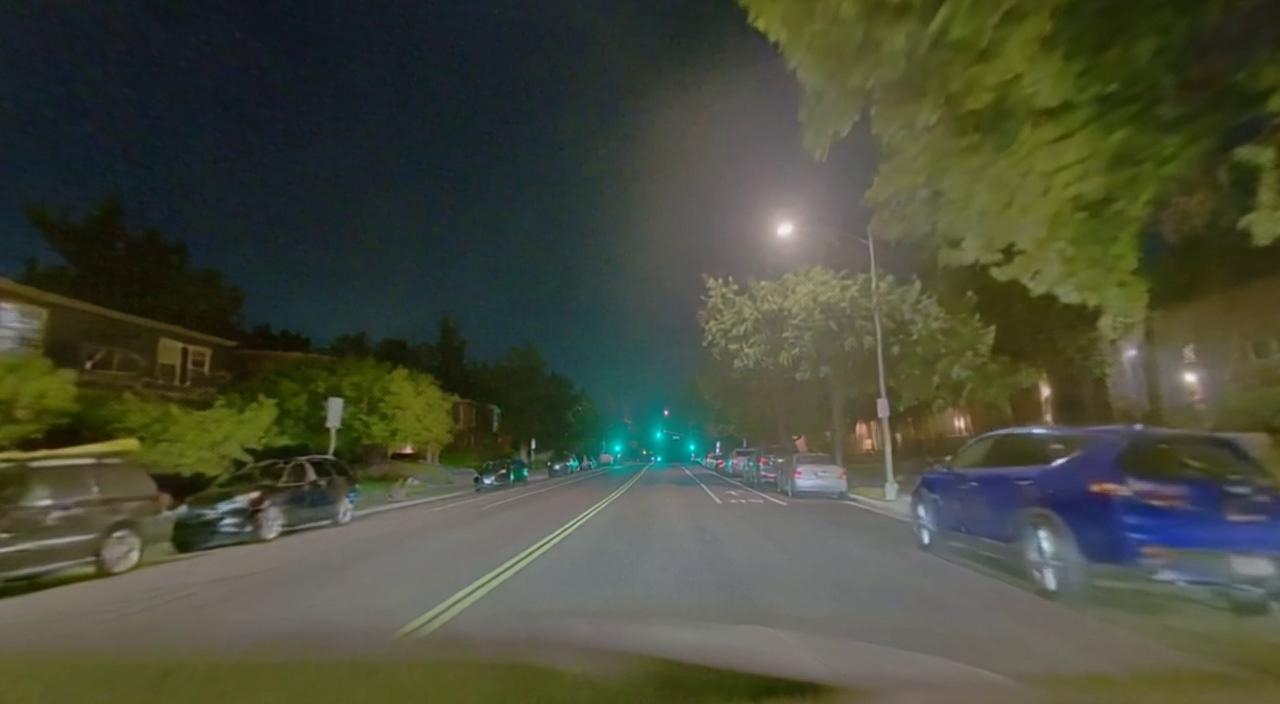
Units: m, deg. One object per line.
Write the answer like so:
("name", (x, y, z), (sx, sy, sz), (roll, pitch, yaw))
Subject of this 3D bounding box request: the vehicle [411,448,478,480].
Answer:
("vehicle", (-12.386, 7.079, 40.047), (3.513, 1.829, 1.976), (-1, -7, 11))

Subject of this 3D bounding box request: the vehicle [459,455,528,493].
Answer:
("vehicle", (-6.567, 5.521, 28.799), (1.903, 1.463, 4.526), (-1, -8, 2))

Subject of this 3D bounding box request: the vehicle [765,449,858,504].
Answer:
("vehicle", (5.134, 3.747, 19.484), (1.704, 1.445, 4.492), (0, -8, 1))

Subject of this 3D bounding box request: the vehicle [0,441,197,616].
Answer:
("vehicle", (-7.461, 1.863, 6.795), (1.973, 1.755, 4.528), (-1, -9, 2))

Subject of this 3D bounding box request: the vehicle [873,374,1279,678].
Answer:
("vehicle", (4.527, 1.447, 6.520), (2.325, 1.892, 5.049), (0, -8, 1))

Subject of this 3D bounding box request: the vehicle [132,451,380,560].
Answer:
("vehicle", (-7.265, 2.880, 12.670), (1.996, 1.628, 4.603), (-1, -8, 1))
